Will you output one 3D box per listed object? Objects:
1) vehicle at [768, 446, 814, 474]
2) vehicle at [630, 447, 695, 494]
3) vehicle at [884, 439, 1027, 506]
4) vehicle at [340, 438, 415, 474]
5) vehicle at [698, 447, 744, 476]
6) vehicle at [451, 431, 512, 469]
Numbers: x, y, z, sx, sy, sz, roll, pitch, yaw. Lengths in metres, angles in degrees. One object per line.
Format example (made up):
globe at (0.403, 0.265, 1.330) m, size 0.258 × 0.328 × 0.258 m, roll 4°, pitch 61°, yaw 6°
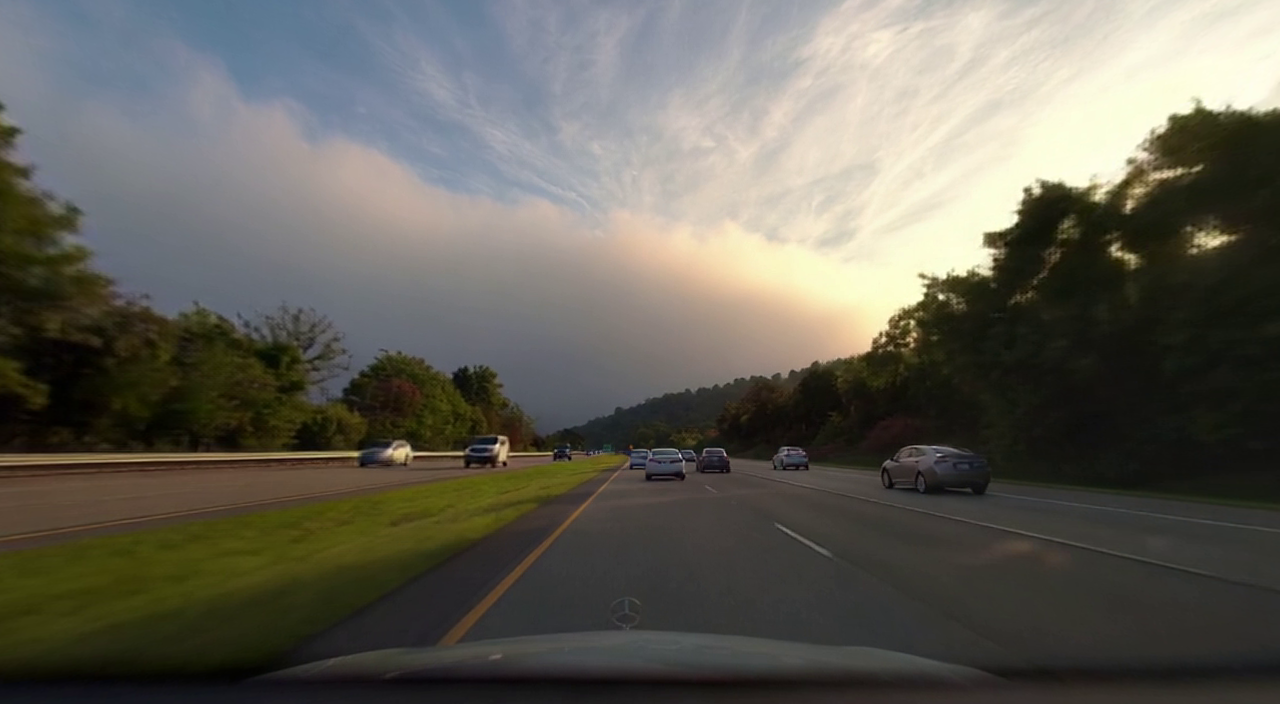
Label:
vehicle at (9.275, 6.644, 38.971) m, size 1.957 × 1.594 × 3.632 m, roll 0°, pitch -9°, yaw 0°
vehicle at (0.715, 4.014, 21.689) m, size 2.020 × 1.426 × 3.702 m, roll 0°, pitch -9°, yaw 0°
vehicle at (8.201, 3.159, 16.824) m, size 1.847 × 1.554 × 3.752 m, roll 0°, pitch -9°, yaw 0°
vehicle at (-12.409, 4.959, 30.072) m, size 1.835 × 1.583 × 4.021 m, roll 0°, pitch -9°, yaw 0°
vehicle at (4.459, 6.085, 35.174) m, size 1.981 × 1.518 × 4.029 m, roll 0°, pitch -9°, yaw -1°
vehicle at (-8.571, 5.383, 34.495) m, size 2.055 × 1.897 × 4.576 m, roll 0°, pitch -9°, yaw 1°
